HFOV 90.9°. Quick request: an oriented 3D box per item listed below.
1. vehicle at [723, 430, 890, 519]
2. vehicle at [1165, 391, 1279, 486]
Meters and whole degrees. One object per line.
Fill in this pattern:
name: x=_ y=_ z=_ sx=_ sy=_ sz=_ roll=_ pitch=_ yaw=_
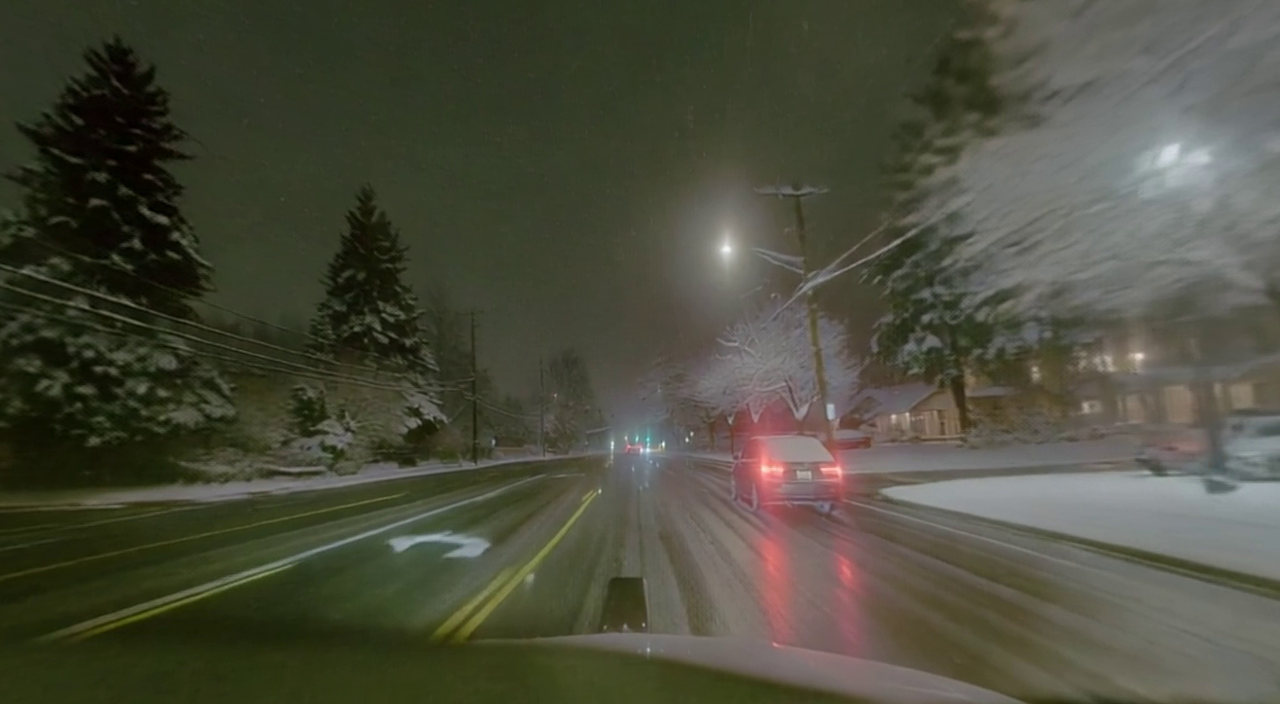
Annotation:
vehicle: x=3.093 y=2.384 z=12.823 sx=2.134 sy=1.476 sz=4.327 roll=0 pitch=-8 yaw=-1
vehicle: x=14.355 y=1.806 z=13.180 sx=4.788 sy=1.815 sz=2.114 roll=0 pitch=-8 yaw=0
